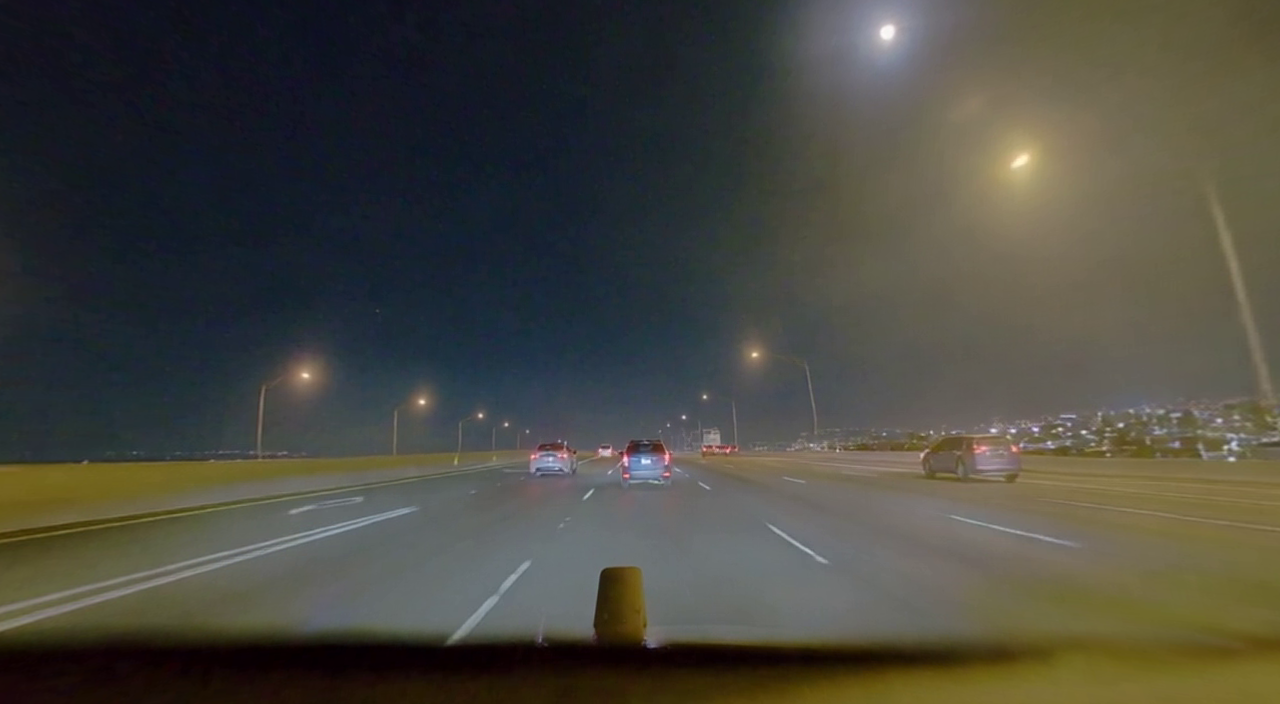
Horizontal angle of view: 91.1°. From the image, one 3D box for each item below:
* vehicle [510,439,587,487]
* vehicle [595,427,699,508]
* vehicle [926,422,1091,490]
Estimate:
[{"bbox_3d":[-3.112,3.882,22.394,2.011,1.510,4.698,0,-8,1],"label":"vehicle"},{"bbox_3d":[0.134,2.663,14.921,2.099,1.640,4.134,0,-8,0],"label":"vehicle"},{"bbox_3d":[10.696,3.064,18.734,2.133,1.770,4.537,0,-8,0],"label":"vehicle"}]
